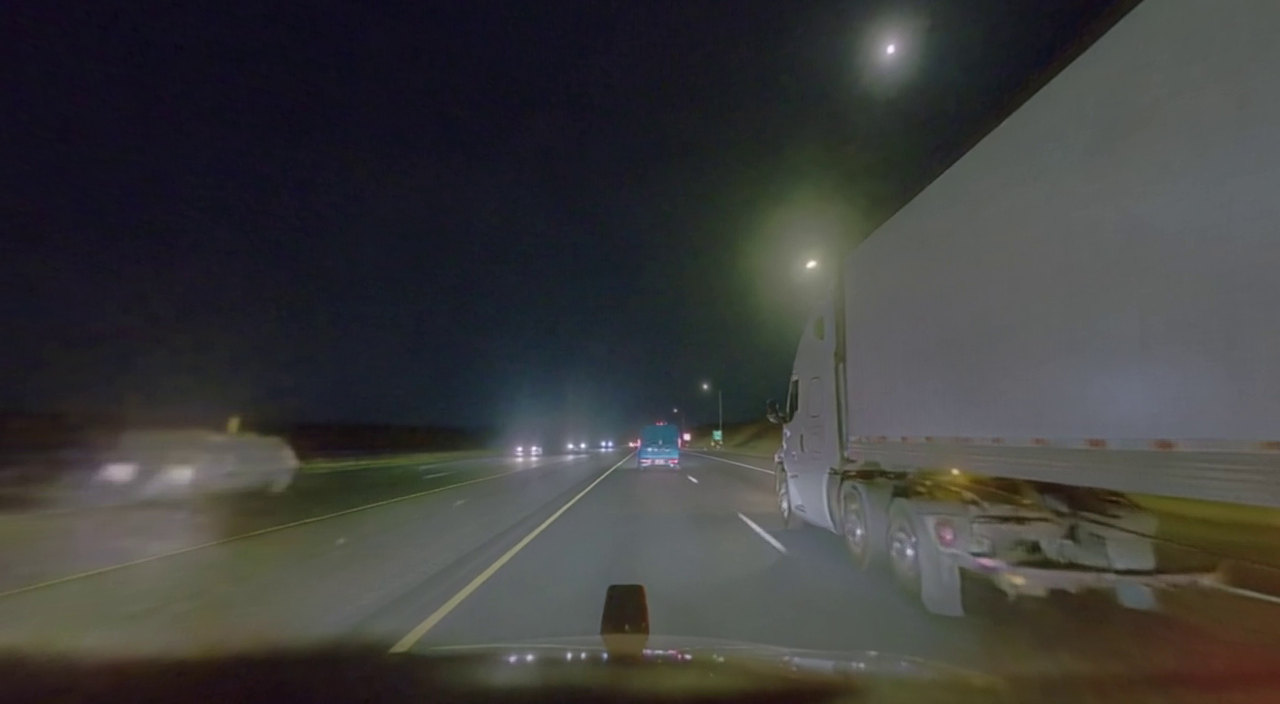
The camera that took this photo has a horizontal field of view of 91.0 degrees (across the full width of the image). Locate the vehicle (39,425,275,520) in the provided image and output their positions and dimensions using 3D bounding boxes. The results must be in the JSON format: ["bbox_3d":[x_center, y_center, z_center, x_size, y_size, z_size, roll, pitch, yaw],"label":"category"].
[{"bbox_3d":[-10.860,2.703,14.673,2.023,1.876,4.204,0,-8,2],"label":"vehicle"}]

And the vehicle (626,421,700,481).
[{"bbox_3d":[0.857,3.665,23.513,2.469,2.027,4.554,0,-8,2],"label":"vehicle"}]
